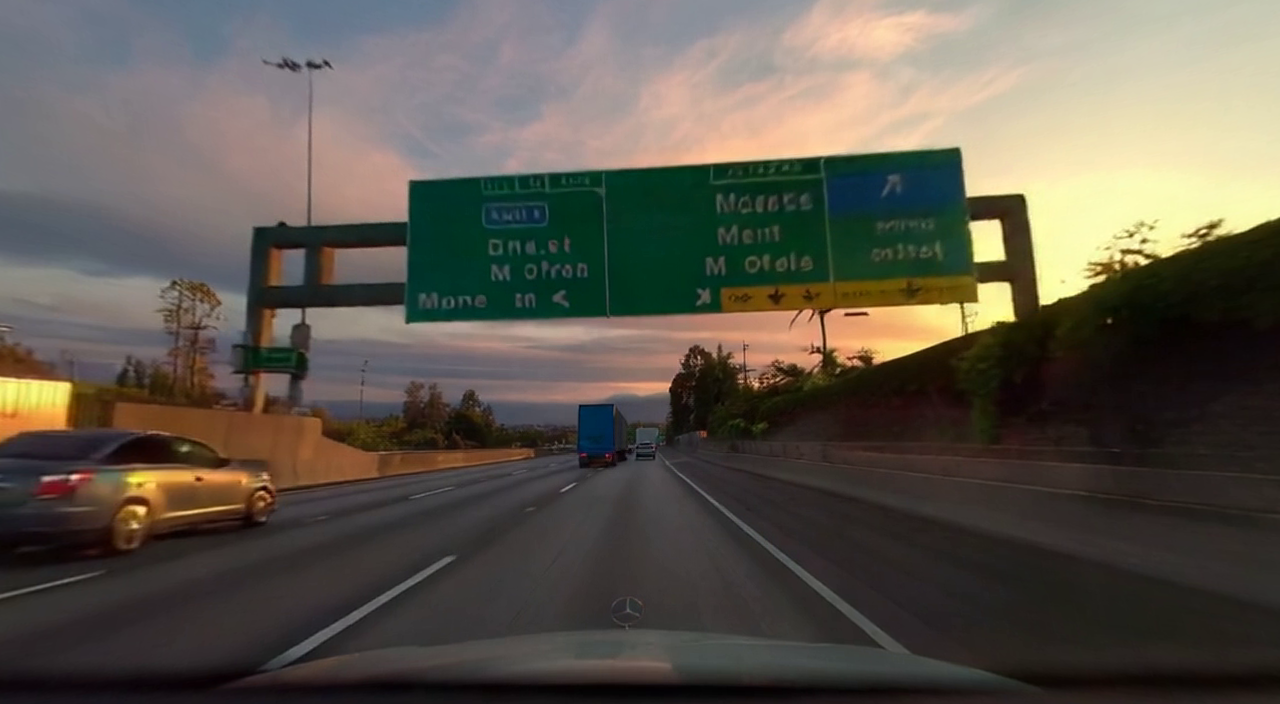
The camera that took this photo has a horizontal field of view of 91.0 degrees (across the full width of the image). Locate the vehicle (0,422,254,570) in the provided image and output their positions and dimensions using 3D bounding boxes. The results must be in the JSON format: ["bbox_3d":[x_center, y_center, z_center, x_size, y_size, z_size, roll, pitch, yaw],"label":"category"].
[{"bbox_3d":[-7.615,1.763,8.416,2.046,1.513,4.419,0,-8,0],"label":"vehicle"}]
